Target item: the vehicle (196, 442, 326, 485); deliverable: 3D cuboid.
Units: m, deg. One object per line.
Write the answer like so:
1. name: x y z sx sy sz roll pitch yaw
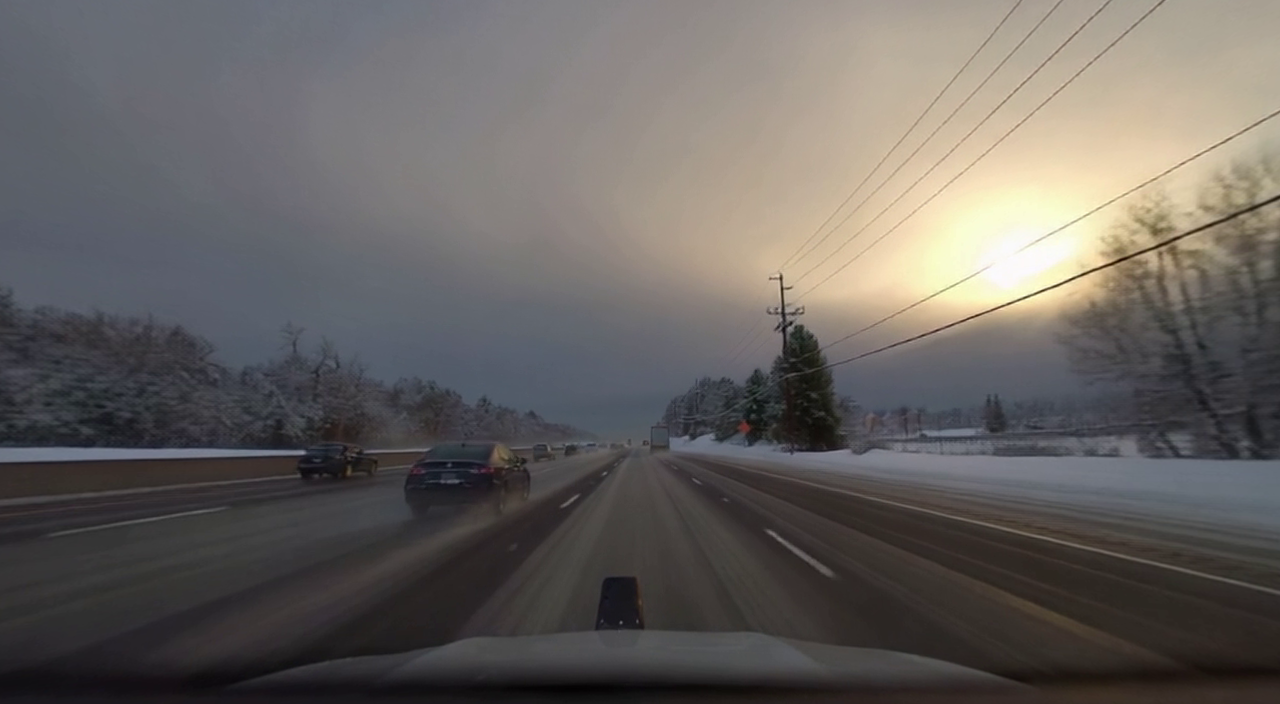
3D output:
1. vehicle: -14.587 4.306 24.648 2.039 1.516 4.780 0 -9 1

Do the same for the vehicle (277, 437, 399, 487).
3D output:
1. vehicle: -10.883 3.977 23.159 2.058 1.621 4.739 0 -9 1

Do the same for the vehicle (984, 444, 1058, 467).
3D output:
1. vehicle: 26.380 7.180 43.746 1.818 1.470 4.404 2 -9 -12

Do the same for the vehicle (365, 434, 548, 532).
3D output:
1. vehicle: -3.271 2.448 12.502 2.045 1.532 4.954 0 -9 1
